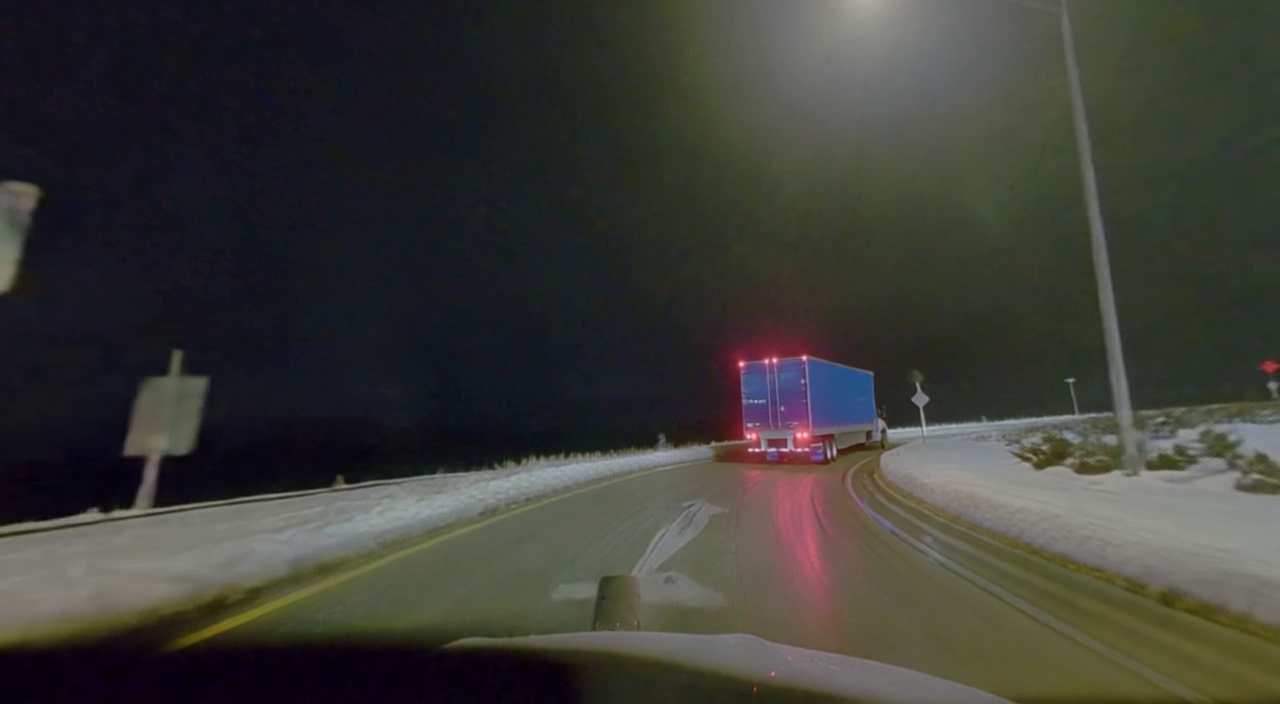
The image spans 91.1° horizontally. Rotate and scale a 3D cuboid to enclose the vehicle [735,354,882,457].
[{"bbox_3d":[7.841,2.596,27.766,2.837,3.712,10.484,-5,-9,34],"label":"vehicle"}]
